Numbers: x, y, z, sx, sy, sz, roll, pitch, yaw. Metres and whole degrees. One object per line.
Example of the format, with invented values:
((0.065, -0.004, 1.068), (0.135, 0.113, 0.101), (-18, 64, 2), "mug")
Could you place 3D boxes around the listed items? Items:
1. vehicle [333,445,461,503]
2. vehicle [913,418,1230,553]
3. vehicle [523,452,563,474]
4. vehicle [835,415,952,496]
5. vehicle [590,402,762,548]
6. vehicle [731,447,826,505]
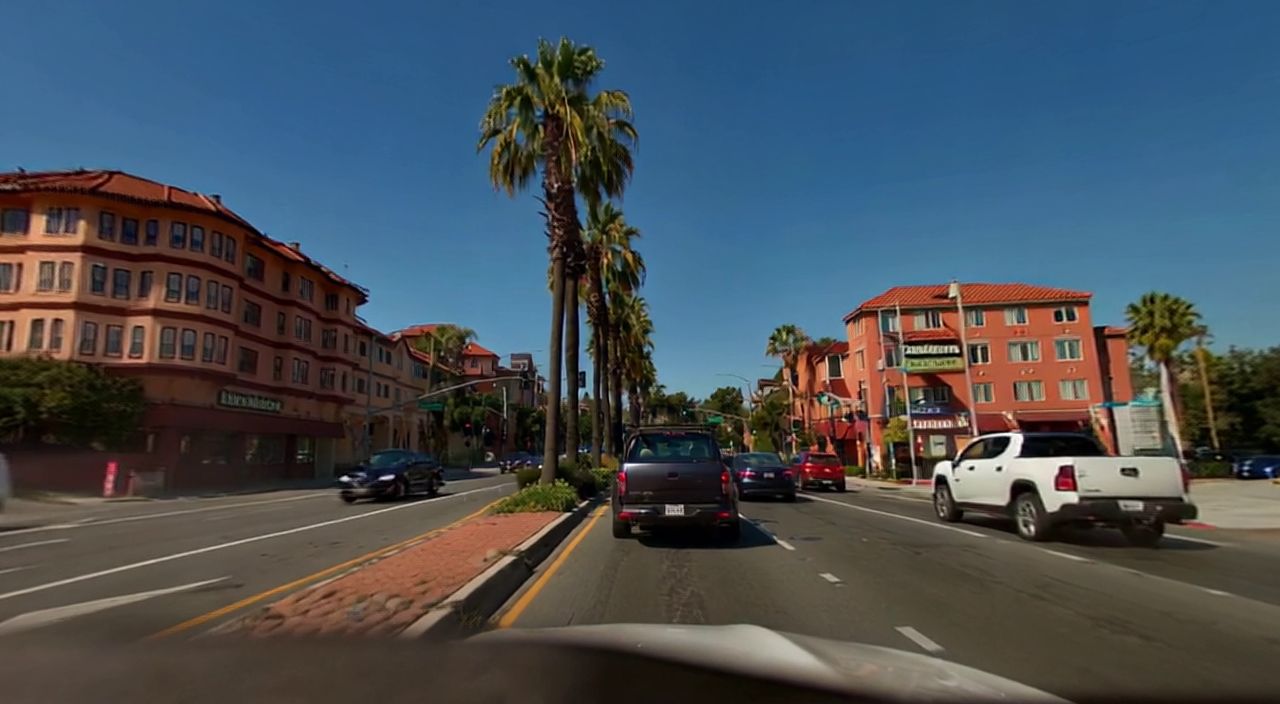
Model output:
((-7.958, 4.020, 21.282), (2.268, 1.733, 4.821), (0, -9, 2), "vehicle")
((7.511, 2.370, 11.990), (2.215, 1.973, 5.323), (0, -9, 0), "vehicle")
((-7.326, 8.449, 48.196), (2.061, 1.496, 4.600), (-1, -9, 4), "vehicle")
((10.818, 4.349, 27.562), (2.663, 3.061, 5.602), (-1, -5, 0), "vehicle")
((0.578, 2.209, 11.978), (2.487, 2.115, 5.444), (0, -9, 1), "vehicle")
((4.190, 3.810, 19.811), (2.072, 1.595, 4.124), (0, -9, 0), "vehicle")
